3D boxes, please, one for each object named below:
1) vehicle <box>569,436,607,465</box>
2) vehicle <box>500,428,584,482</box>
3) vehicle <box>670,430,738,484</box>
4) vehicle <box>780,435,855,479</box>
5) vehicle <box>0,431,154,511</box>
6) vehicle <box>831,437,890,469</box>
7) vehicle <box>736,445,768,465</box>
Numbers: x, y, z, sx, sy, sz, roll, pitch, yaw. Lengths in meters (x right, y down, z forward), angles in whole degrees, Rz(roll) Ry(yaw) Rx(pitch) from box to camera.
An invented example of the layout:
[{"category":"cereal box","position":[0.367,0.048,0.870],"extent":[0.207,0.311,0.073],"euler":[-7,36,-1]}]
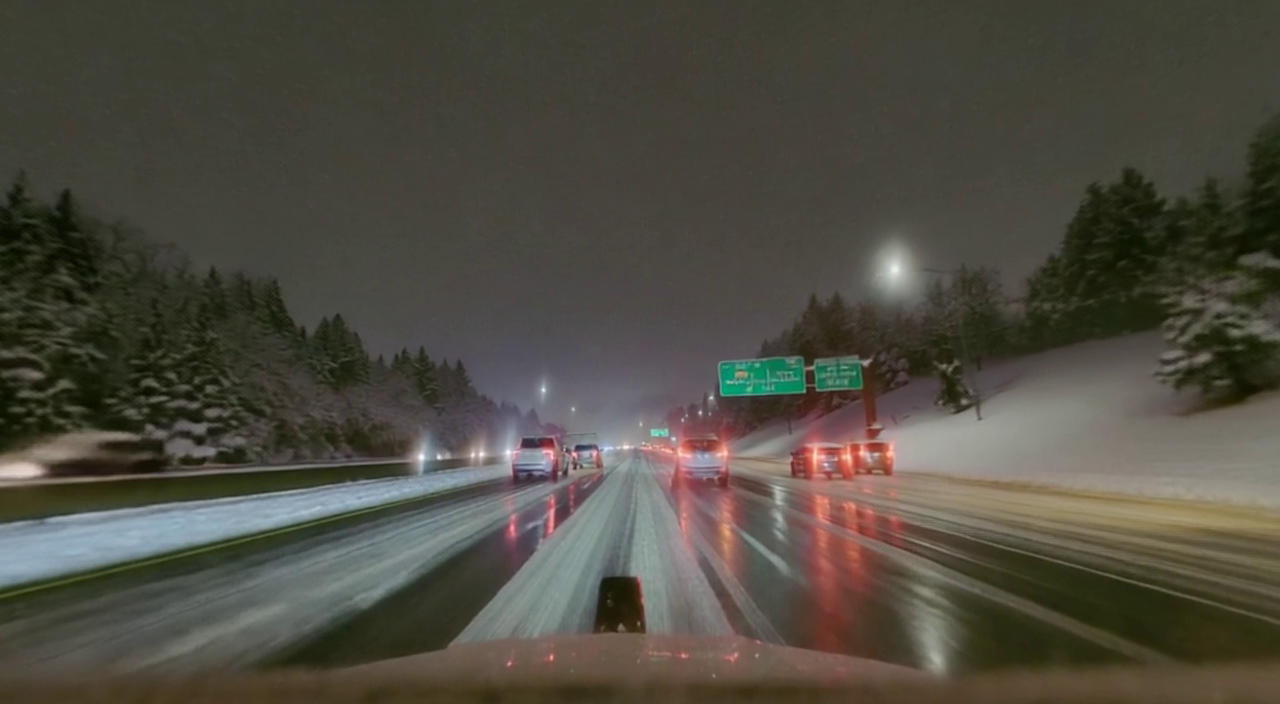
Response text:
[{"category":"vehicle","position":[-3.892,7.524,48.360],"extent":[2.317,2.049,5.746],"euler":[0,-9,1]},{"category":"vehicle","position":[-3.512,3.826,23.515],"extent":[2.199,1.777,4.790],"euler":[0,-9,2]},{"category":"vehicle","position":[2.162,3.714,22.524],"extent":[2.181,1.728,3.970],"euler":[0,-9,2]},{"category":"vehicle","position":[7.467,4.443,26.916],"extent":[2.022,1.682,4.226],"euler":[0,-9,1]},{"category":"vehicle","position":[-13.785,2.610,14.139],"extent":[1.960,1.588,4.540],"euler":[0,-9,2]},{"category":"vehicle","position":[13.133,6.066,37.806],"extent":[2.010,1.765,4.375],"euler":[0,-9,2]},{"category":"vehicle","position":[8.429,7.779,47.739],"extent":[1.815,1.479,3.892],"euler":[0,-9,1]}]
